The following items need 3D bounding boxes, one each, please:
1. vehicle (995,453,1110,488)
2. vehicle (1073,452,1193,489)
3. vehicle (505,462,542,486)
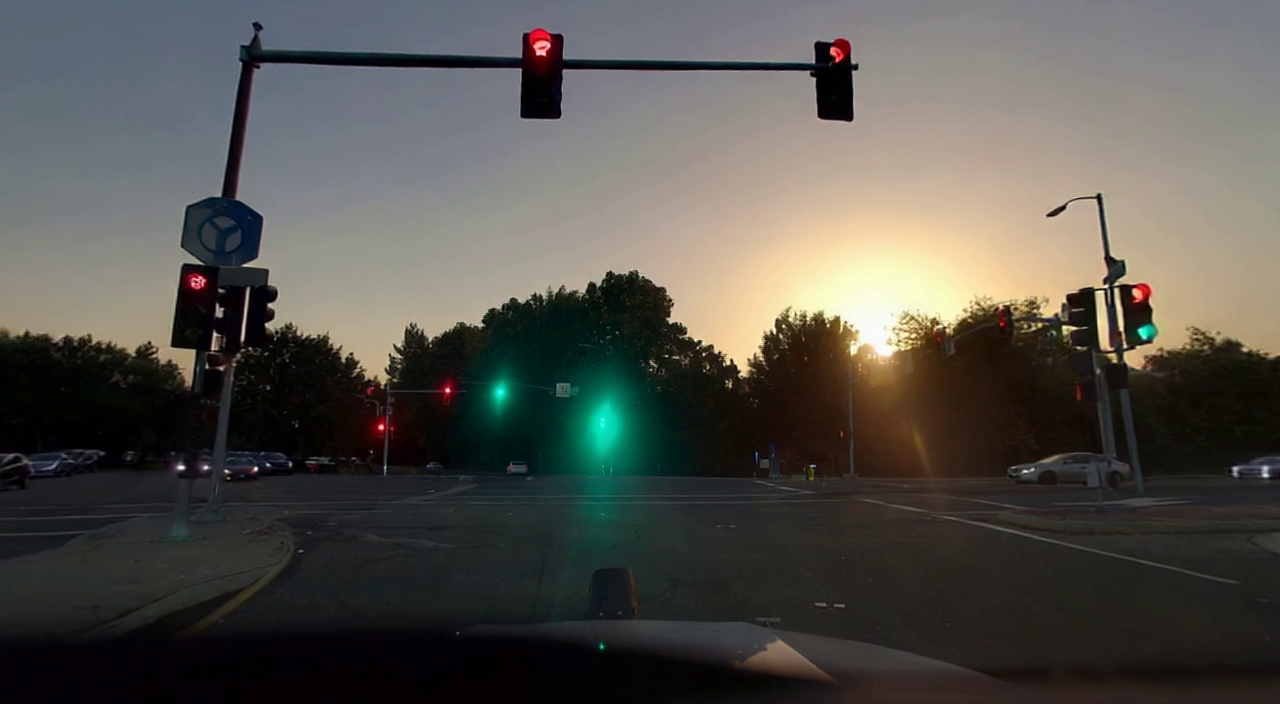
[{"bbox_3d":[21.202,6.130,32.509,4.455,1.647,2.124,1,-12,-6],"label":"vehicle"},{"bbox_3d":[22.702,5.456,29.098,3.998,1.590,1.936,1,-11,-6],"label":"vehicle"},{"bbox_3d":[-8.965,9.411,48.720,2.045,1.608,3.709,0,-8,2],"label":"vehicle"}]
